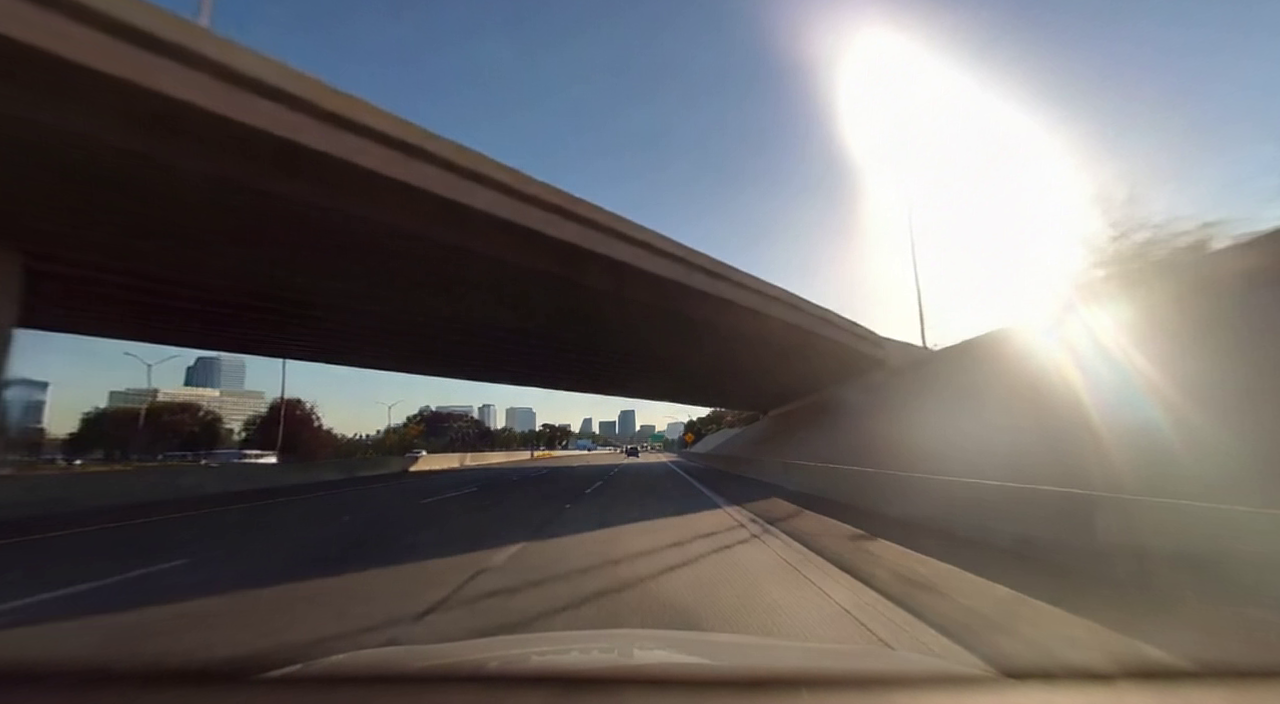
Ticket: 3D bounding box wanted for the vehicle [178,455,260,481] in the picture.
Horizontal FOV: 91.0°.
[{"bbox_3d":[-27.791,7.680,41.784,2.101,1.568,4.758,-1,-9,1],"label":"vehicle"}]
